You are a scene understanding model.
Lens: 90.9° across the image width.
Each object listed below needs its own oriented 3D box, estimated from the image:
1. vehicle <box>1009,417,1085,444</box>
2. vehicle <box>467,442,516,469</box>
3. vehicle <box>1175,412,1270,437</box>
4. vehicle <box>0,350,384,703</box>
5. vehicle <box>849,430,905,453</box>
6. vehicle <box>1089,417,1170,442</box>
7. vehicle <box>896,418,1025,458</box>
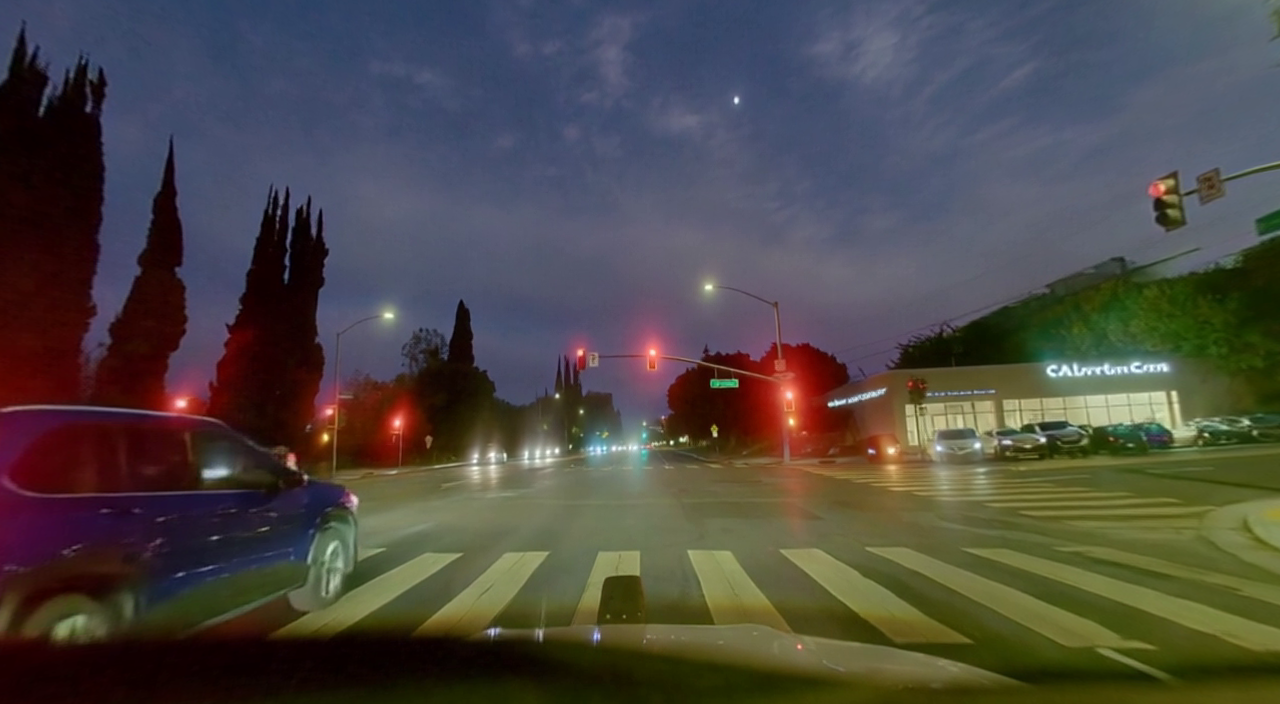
[{"bbox_3d":[26.312,5.153,40.966,2.011,1.656,4.163,0,-8,-3],"label":"vehicle"},{"bbox_3d":[-9.272,6.481,39.701,2.026,1.616,4.199,0,-8,1],"label":"vehicle"},{"bbox_3d":[38.418,4.816,41.724,1.715,1.480,4.701,0,-8,-1],"label":"vehicle"},{"bbox_3d":[-3.404,1.023,3.698,1.934,1.649,4.490,0,-8,0],"label":"vehicle"},{"bbox_3d":[17.274,6.545,46.028,3.329,1.415,1.821,-5,-9,2],"label":"vehicle"},{"bbox_3d":[31.345,5.003,40.524,1.823,1.480,4.003,0,-8,-4],"label":"vehicle"},{"bbox_3d":[13.978,3.775,27.677,4.566,1.670,2.000,0,-8,-2],"label":"vehicle"}]
